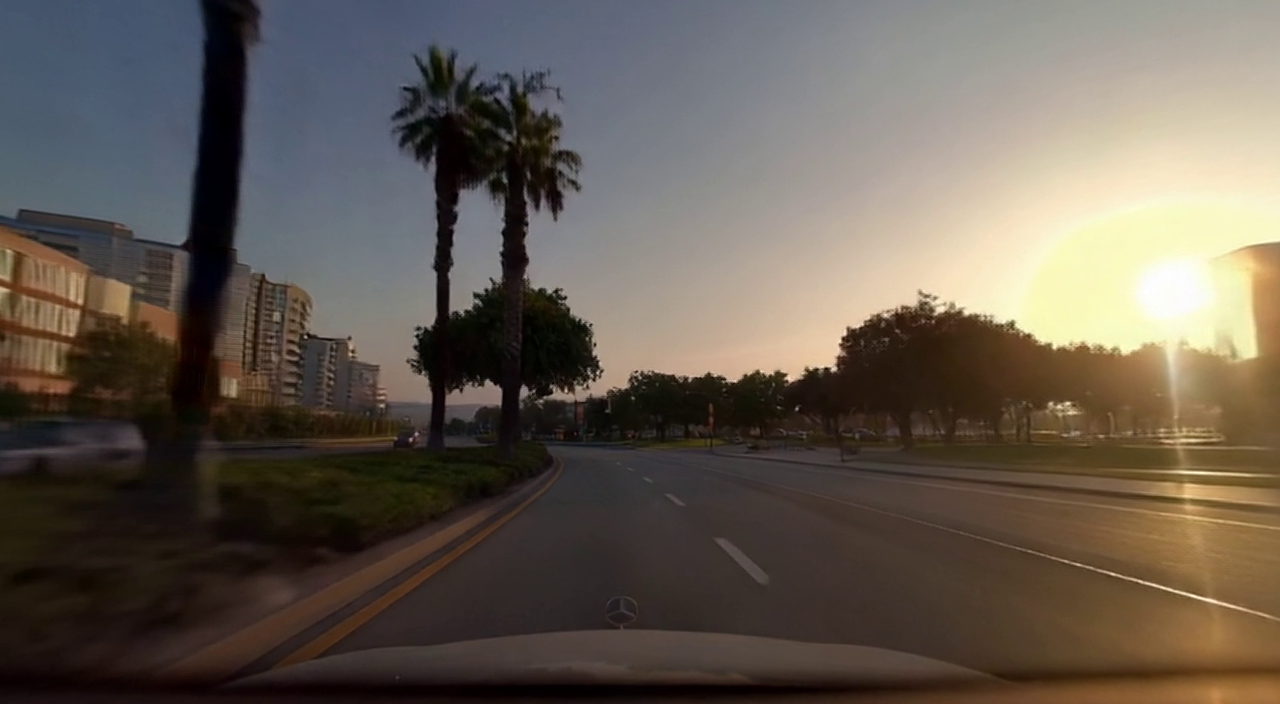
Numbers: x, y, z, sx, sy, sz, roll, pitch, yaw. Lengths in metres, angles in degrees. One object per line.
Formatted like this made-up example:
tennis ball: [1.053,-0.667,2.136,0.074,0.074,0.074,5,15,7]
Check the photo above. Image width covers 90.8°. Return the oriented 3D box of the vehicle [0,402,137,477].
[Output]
vehicle: [-15.828,2.291,16.319,2.061,1.699,4.606,0,-9,-4]
